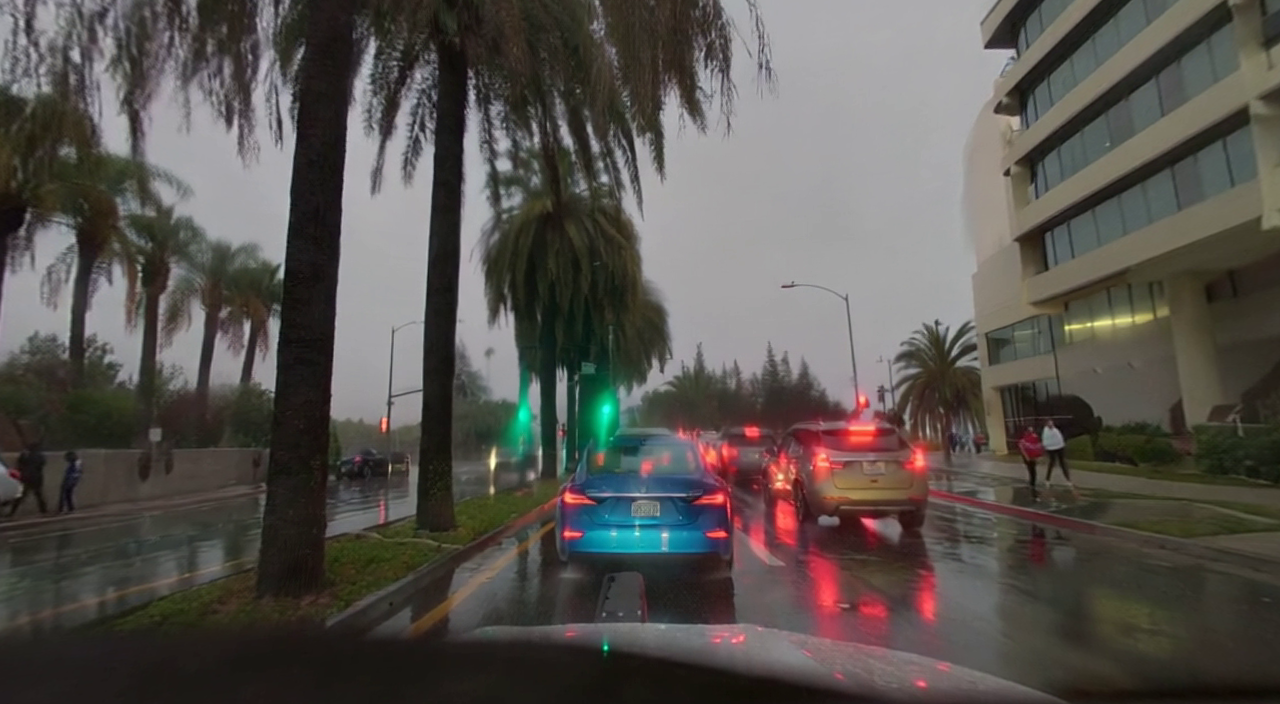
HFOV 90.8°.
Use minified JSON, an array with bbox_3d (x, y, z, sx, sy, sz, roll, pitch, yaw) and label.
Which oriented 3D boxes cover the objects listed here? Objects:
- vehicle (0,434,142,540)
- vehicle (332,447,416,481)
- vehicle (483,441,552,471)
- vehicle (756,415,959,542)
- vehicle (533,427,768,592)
[{"bbox_3d":[-13.056,2.715,12.286,2.240,1.964,5.707,-6,-8,0],"label":"vehicle"},{"bbox_3d":[-13.183,5.558,31.696,1.965,1.507,4.725,-1,-8,2],"label":"vehicle"},{"bbox_3d":[-6.447,5.529,33.792,1.898,1.439,4.540,-2,-9,12],"label":"vehicle"},{"bbox_3d":[3.388,2.063,10.920,2.003,1.733,4.319,0,-8,1],"label":"vehicle"},{"bbox_3d":[0.136,1.709,7.704,2.088,1.452,3.993,0,-8,1],"label":"vehicle"}]
